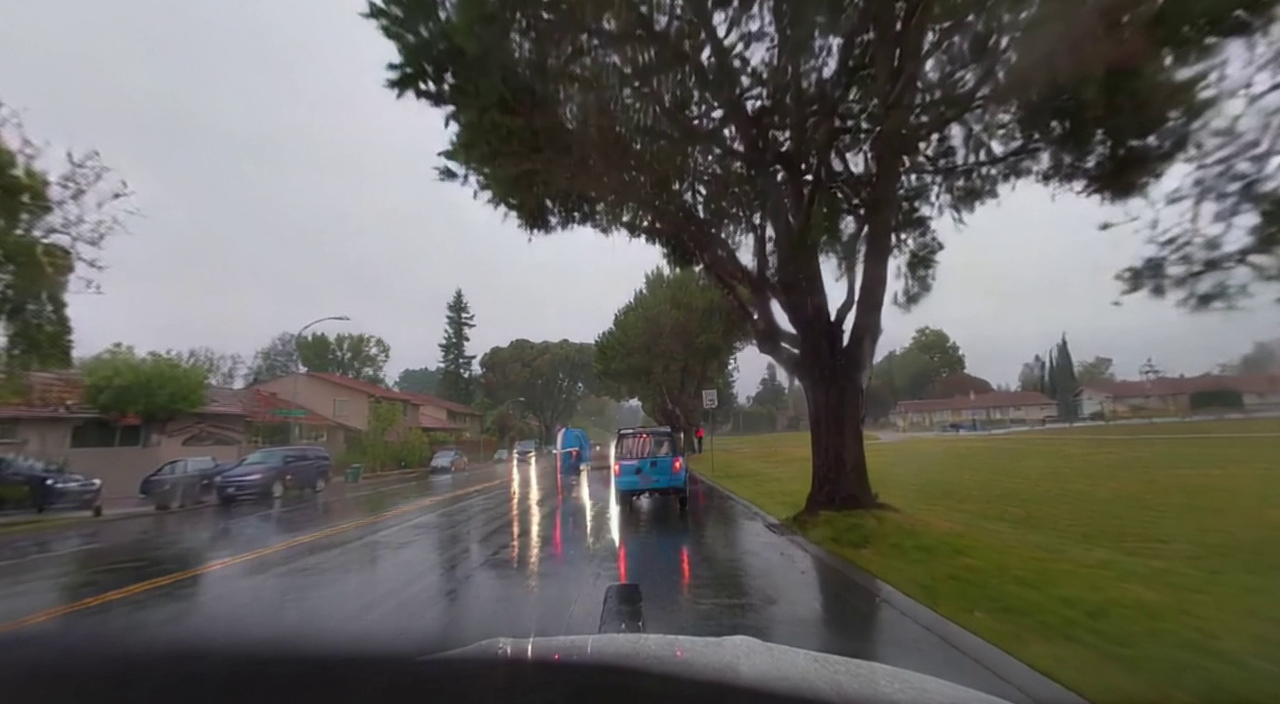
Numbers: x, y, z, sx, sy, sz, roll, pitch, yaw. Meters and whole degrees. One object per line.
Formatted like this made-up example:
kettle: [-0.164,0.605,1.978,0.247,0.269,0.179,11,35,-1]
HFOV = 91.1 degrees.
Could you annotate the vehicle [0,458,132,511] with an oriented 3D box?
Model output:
vehicle: [-18.855,4.042,19.347,4.635,1.487,1.969,0,-8,-1]

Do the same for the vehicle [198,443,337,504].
vehicle: [-12.367,4.010,21.301,1.928,1.800,4.632,0,-8,-1]

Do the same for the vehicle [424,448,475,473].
vehicle: [-12.193,6.951,40.518,1.887,1.469,4.691,0,-9,-1]

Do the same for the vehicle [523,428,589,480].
vehicle: [-3.134,3.911,24.291,1.908,1.809,4.230,-1,-8,1]

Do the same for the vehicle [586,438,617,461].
vehicle: [-2.834,7.236,46.781,2.007,1.615,3.758,-1,-8,1]
